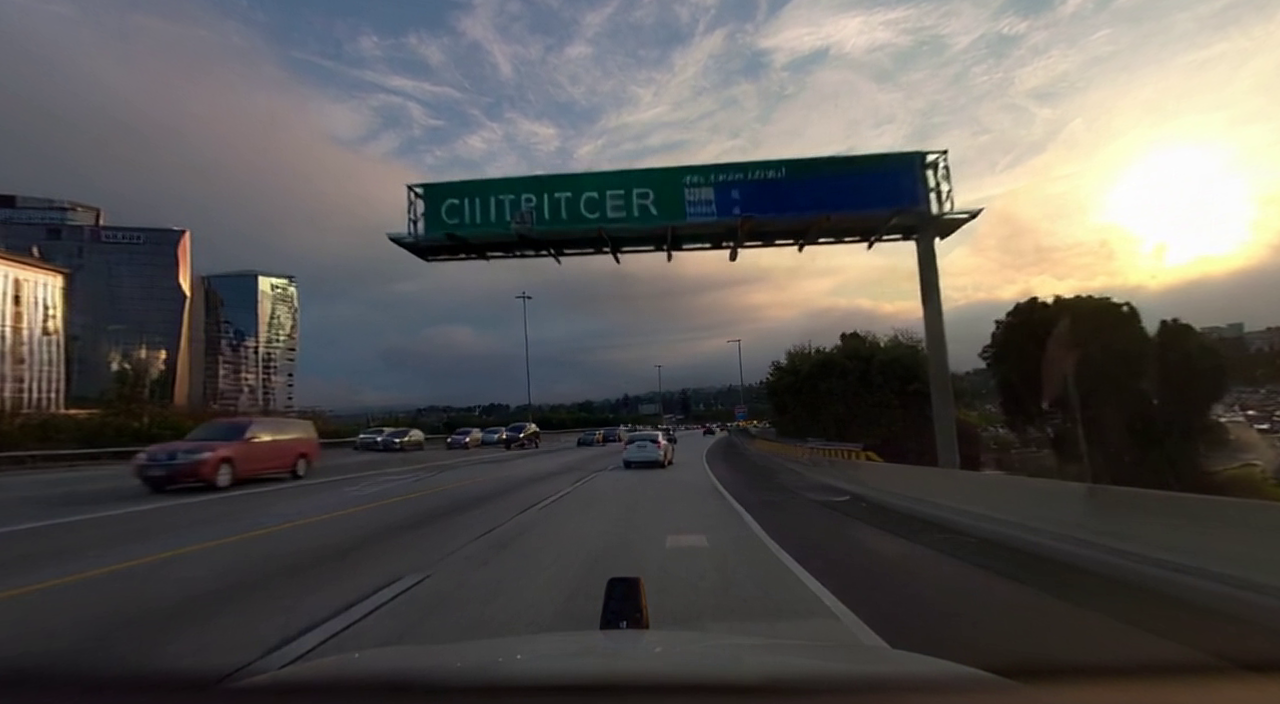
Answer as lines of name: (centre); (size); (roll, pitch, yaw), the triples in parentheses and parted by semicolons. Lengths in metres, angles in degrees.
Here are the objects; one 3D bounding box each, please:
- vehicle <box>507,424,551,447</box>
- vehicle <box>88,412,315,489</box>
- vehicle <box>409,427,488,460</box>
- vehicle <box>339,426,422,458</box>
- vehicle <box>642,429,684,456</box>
vehicle: (-8.037, 6.153, 46.023); (1.982, 1.586, 4.452); (-1, -8, 7)
vehicle: (-10.203, 2.360, 15.265); (1.943, 1.536, 4.656); (-1, -8, 3)
vehicle: (-9.237, 4.473, 30.826); (2.020, 1.470, 4.639); (-1, -8, 6)
vehicle: (-13.128, 4.616, 32.239); (1.930, 1.480, 4.663); (-1, -8, 5)
vehicle: (1.405, 5.339, 37.073); (2.035, 1.460, 4.497); (-2, -8, 7)
